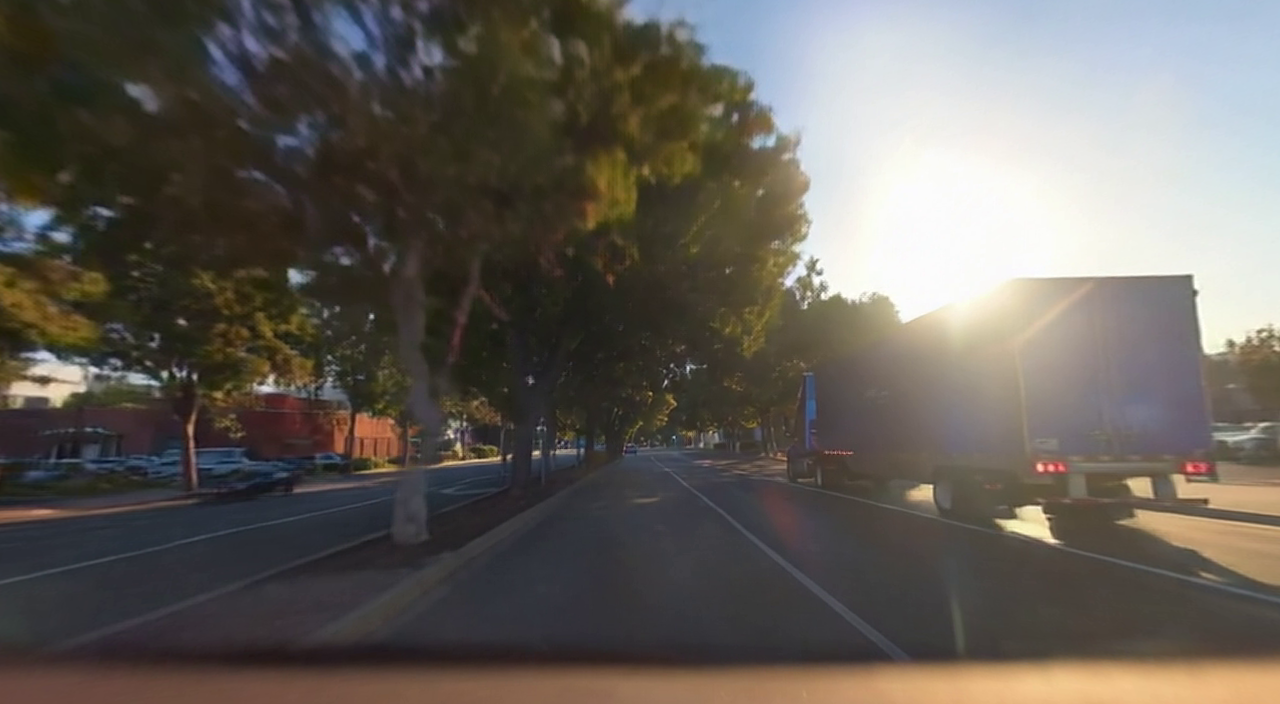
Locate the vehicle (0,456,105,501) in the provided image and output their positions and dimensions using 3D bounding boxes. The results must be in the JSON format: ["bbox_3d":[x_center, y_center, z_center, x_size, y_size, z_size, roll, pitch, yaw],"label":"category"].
[{"bbox_3d":[-27.970,5.743,29.077,2.037,1.764,5.556,0,-9,-4],"label":"vehicle"}]

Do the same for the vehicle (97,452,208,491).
[{"bbox_3d":[-26.112,6.434,34.164,2.090,1.772,5.499,-3,-10,-5],"label":"vehicle"}]

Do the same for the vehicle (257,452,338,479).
[{"bbox_3d":[-25.446,8.404,47.038,4.900,1.808,2.103,7,-11,-39],"label":"vehicle"}]

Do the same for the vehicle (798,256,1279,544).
[{"bbox_3d":[6.659,1.415,14.049,3.120,3.794,11.510,0,-9,-1],"label":"vehicle"}]
